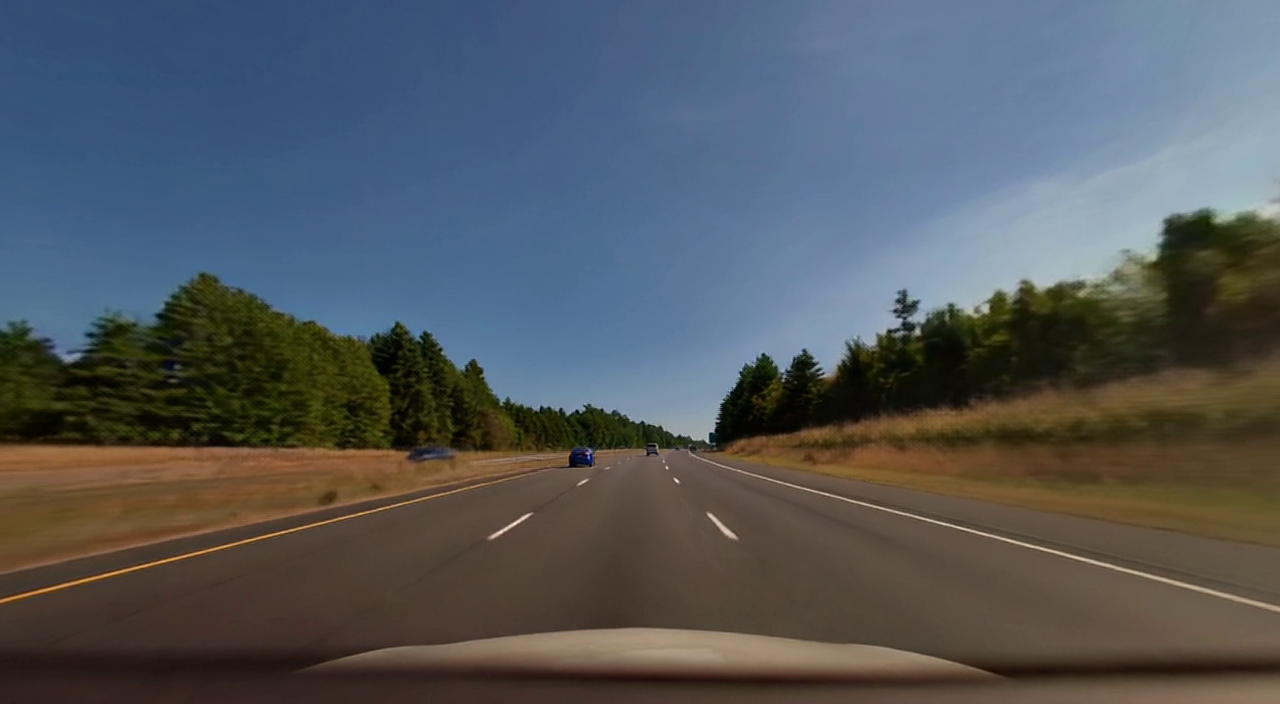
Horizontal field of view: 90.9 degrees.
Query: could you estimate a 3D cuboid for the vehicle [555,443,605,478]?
[{"bbox_3d":[-2.926,5.420,31.630,1.959,1.571,4.313,-1,-9,2],"label":"vehicle"}]
